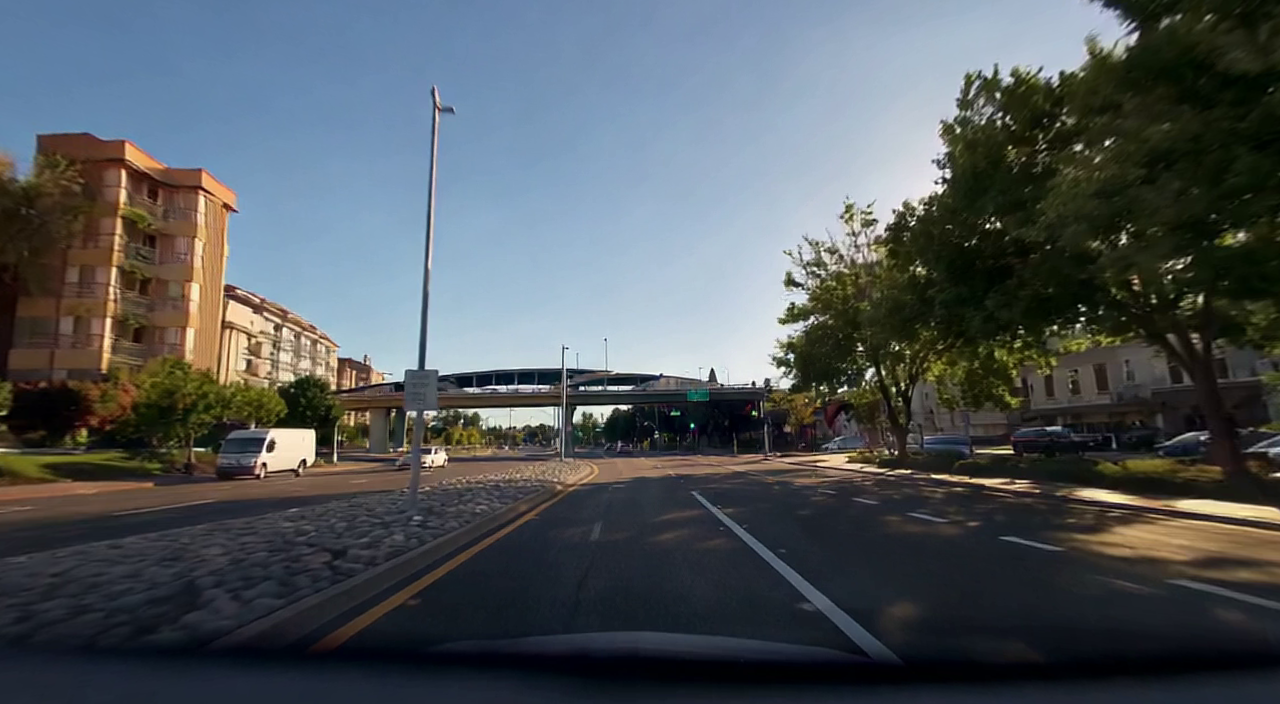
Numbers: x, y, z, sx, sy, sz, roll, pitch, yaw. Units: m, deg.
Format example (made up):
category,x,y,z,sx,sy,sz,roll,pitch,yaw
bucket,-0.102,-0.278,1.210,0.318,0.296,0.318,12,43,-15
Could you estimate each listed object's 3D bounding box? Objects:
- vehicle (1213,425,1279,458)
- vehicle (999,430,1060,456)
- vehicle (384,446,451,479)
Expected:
category,x,y,z,sx,sy,sz,roll,pitch,yaw
vehicle,43.189,6.328,44.600,4.681,2.103,2.302,6,-9,-26
vehicle,28.309,6.627,45.866,4.634,1.789,2.149,7,-11,-38
vehicle,-11.334,5.640,32.596,2.032,1.480,4.591,0,-8,-3
